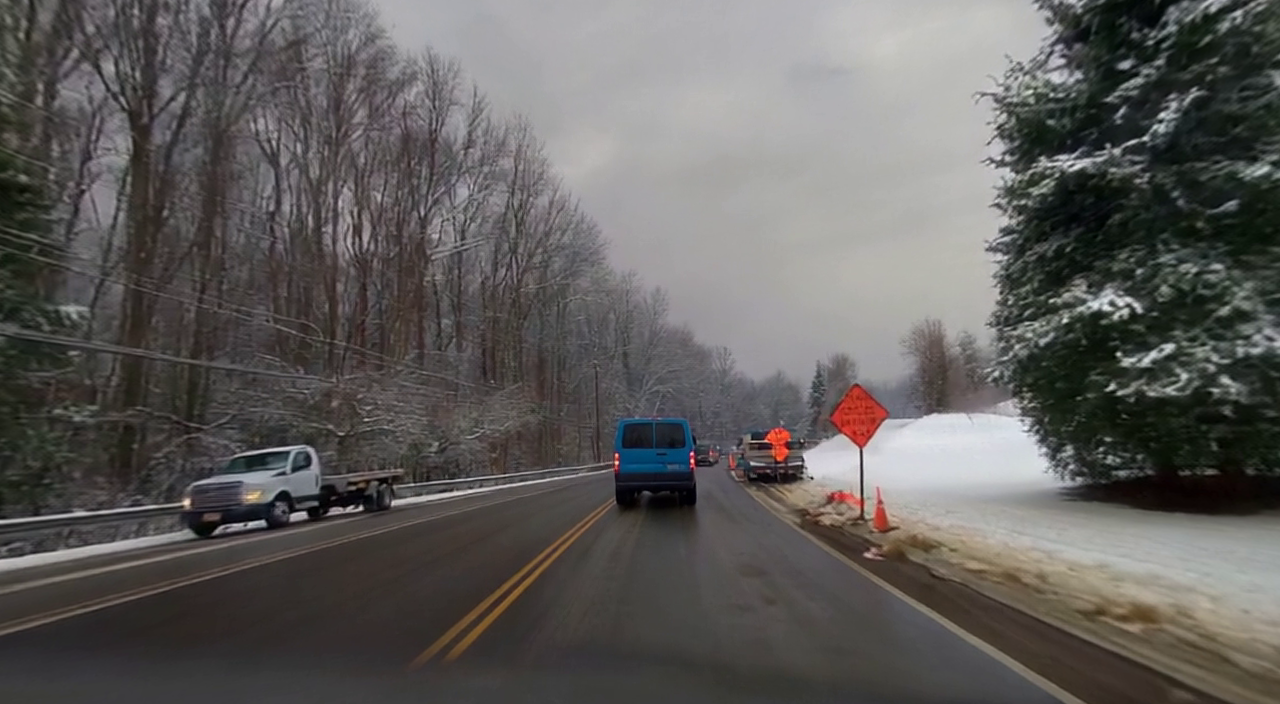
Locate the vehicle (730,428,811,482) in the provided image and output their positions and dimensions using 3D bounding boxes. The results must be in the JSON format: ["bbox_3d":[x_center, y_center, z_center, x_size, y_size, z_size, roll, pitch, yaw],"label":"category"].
[{"bbox_3d":[5.484,4.492,27.836,2.833,2.033,7.668,-1,-9,7],"label":"vehicle"}]

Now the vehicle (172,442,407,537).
[{"bbox_3d":[-7.950,3.137,15.316,2.055,1.809,5.906,-1,-9,3],"label":"vehicle"}]

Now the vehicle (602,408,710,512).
[{"bbox_3d":[0.527,2.732,16.340,2.362,2.247,4.892,-1,-9,5],"label":"vehicle"}]
